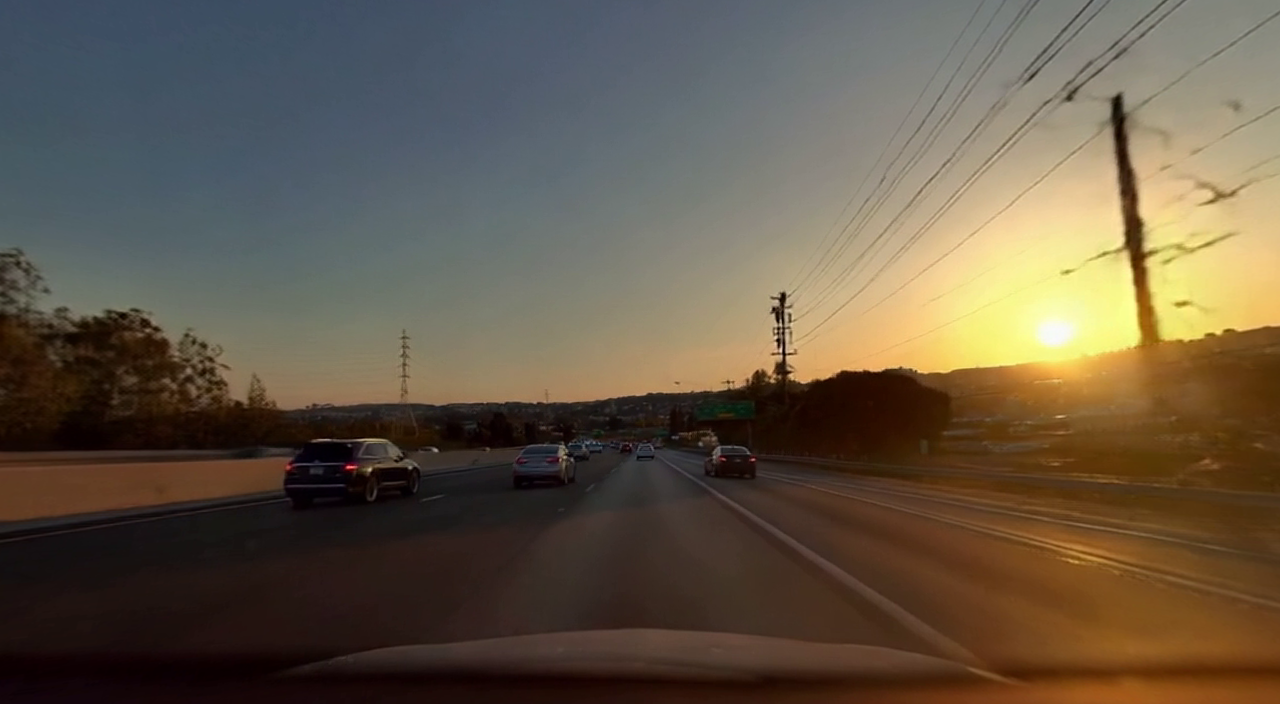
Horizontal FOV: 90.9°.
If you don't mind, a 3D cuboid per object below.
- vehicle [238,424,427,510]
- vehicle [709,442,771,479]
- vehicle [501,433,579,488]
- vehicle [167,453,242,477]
[{"bbox_3d":[-7.331,2.789,15.796,2.162,1.805,4.853,0,-8,1],"label":"vehicle"},{"bbox_3d":[4.300,4.720,27.754,1.964,1.479,4.252,0,-8,-1],"label":"vehicle"},{"bbox_3d":[-3.334,3.724,21.882,1.961,1.704,4.052,0,-8,1],"label":"vehicle"},{"bbox_3d":[-28.496,7.365,41.448,1.738,1.440,4.398,0,-8,1],"label":"vehicle"}]
